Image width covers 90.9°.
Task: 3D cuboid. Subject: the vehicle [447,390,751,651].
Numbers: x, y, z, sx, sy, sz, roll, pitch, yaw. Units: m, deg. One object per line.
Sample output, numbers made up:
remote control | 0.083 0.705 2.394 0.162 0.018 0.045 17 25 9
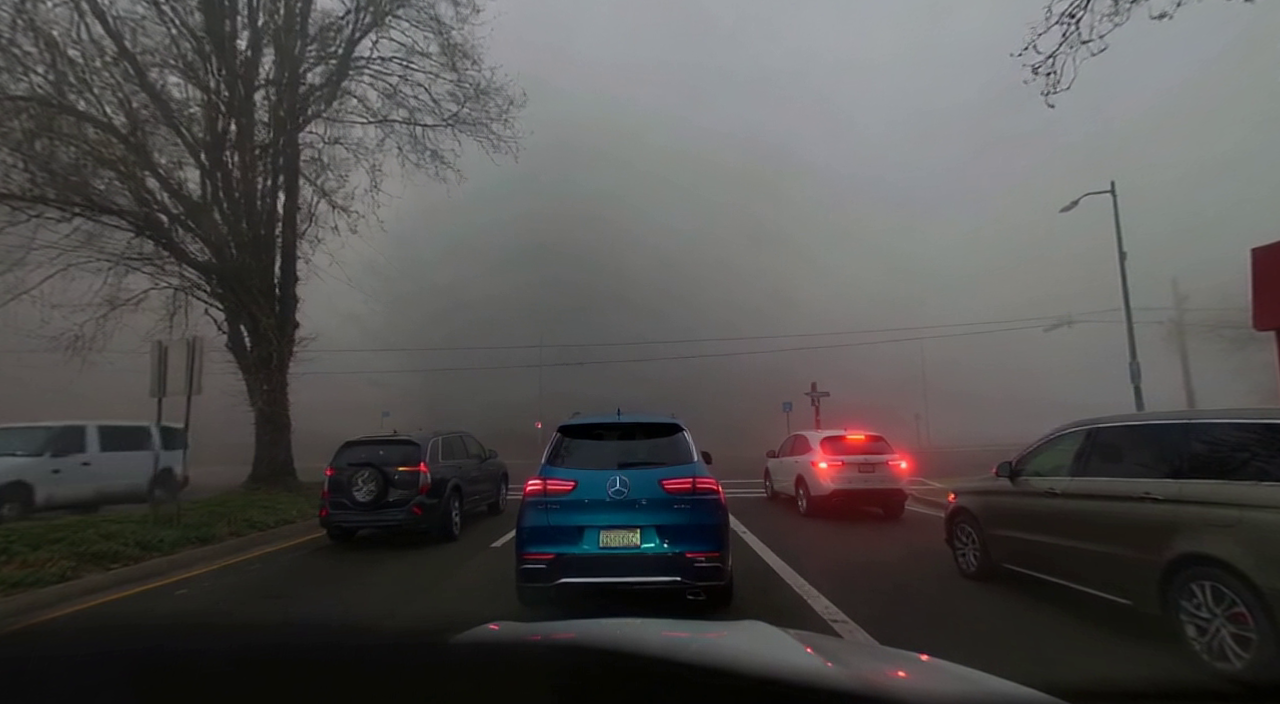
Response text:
vehicle | -0.158 1.415 6.313 2.022 1.700 4.084 0 -8 4

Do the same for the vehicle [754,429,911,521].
vehicle | 3.647 2.399 12.775 1.847 1.554 3.885 0 -8 -2

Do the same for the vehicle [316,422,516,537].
vehicle | -3.774 2.232 11.635 2.012 1.701 4.316 0 -8 1

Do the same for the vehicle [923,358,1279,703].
vehicle | 4.149 1.202 4.929 2.014 1.740 4.515 -1 -8 4

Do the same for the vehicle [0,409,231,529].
vehicle | -12.373 2.500 14.036 2.405 2.098 5.888 0 -8 2
